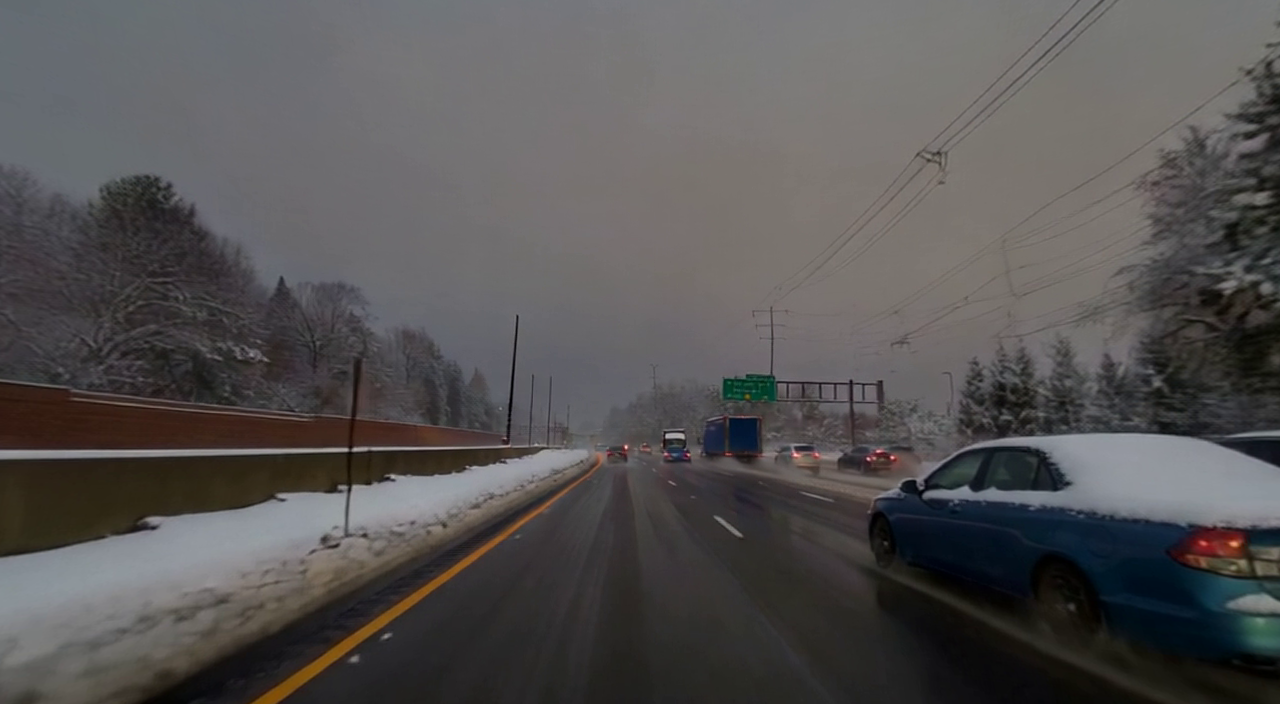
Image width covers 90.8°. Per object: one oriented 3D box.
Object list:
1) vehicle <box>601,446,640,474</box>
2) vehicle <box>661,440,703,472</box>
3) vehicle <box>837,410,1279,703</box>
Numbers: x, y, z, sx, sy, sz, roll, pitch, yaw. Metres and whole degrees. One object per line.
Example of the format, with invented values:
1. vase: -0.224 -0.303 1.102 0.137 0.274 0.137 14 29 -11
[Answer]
1. vehicle: -1.115 6.028 35.494 2.083 1.477 3.965 0 -9 -3
2. vehicle: 2.527 6.411 39.328 2.114 1.849 4.692 0 -9 -3
3. vehicle: 3.128 1.279 4.576 1.922 1.465 4.165 0 -9 -2
